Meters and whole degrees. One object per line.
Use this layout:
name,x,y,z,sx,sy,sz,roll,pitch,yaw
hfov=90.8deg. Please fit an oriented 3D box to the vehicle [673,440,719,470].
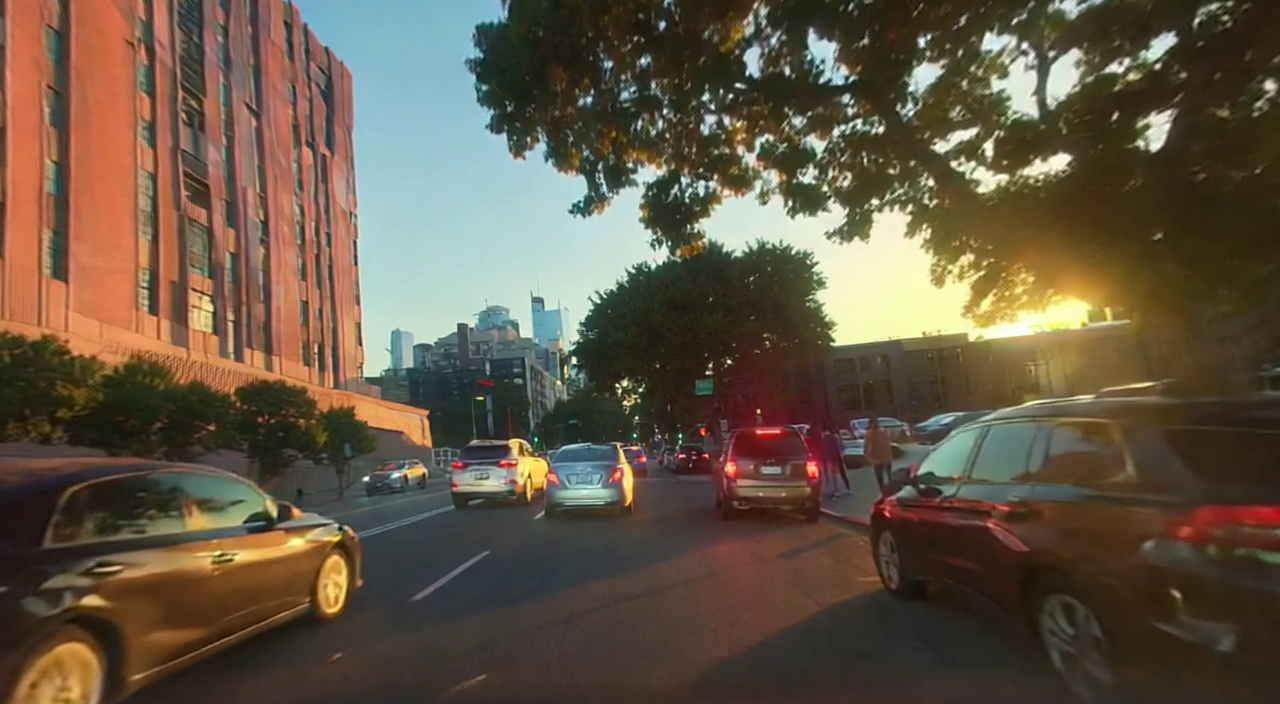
vehicle,2.924,5.467,33.918,2.065,1.461,4.181,0,-8,-1

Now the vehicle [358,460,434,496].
vehicle,-12.363,6.391,32.326,2.122,1.606,4.221,0,-8,0

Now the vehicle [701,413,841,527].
vehicle,2.633,2.402,13.493,2.352,1.953,4.798,-1,-8,8

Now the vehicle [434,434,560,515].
vehicle,-3.579,3.146,16.852,2.000,1.818,4.668,-1,-8,4

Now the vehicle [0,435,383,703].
vehicle,-3.401,1.240,3.590,1.940,1.481,4.376,0,-8,1

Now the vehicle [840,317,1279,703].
vehicle,3.107,1.071,4.320,1.971,1.749,4.564,0,-8,0

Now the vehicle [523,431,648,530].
vehicle,-0.908,2.492,12.815,2.076,1.667,3.948,0,-8,2
